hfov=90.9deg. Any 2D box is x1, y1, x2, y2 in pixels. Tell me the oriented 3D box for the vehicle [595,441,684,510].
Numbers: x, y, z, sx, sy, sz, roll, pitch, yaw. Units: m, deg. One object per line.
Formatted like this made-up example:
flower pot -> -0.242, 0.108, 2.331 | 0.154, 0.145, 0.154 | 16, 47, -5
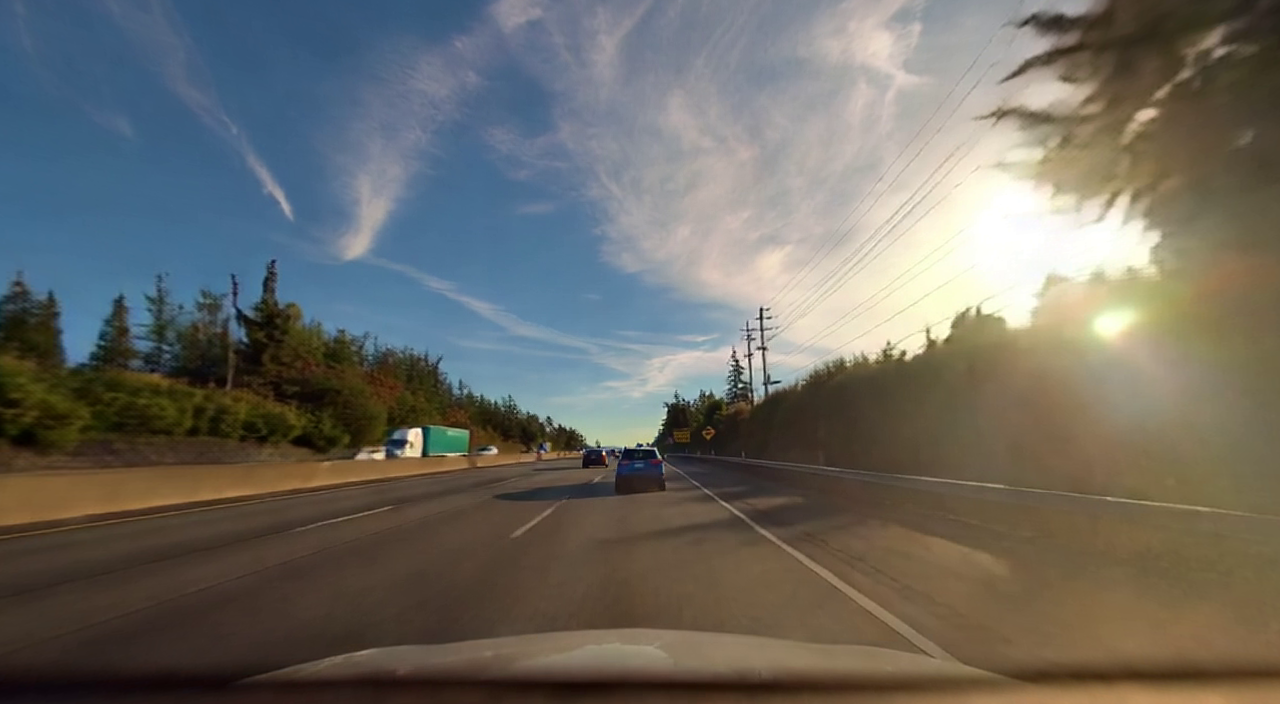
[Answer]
vehicle -> -0.032, 3.053, 16.071 | 1.966, 1.499, 4.298 | 0, -9, -1
